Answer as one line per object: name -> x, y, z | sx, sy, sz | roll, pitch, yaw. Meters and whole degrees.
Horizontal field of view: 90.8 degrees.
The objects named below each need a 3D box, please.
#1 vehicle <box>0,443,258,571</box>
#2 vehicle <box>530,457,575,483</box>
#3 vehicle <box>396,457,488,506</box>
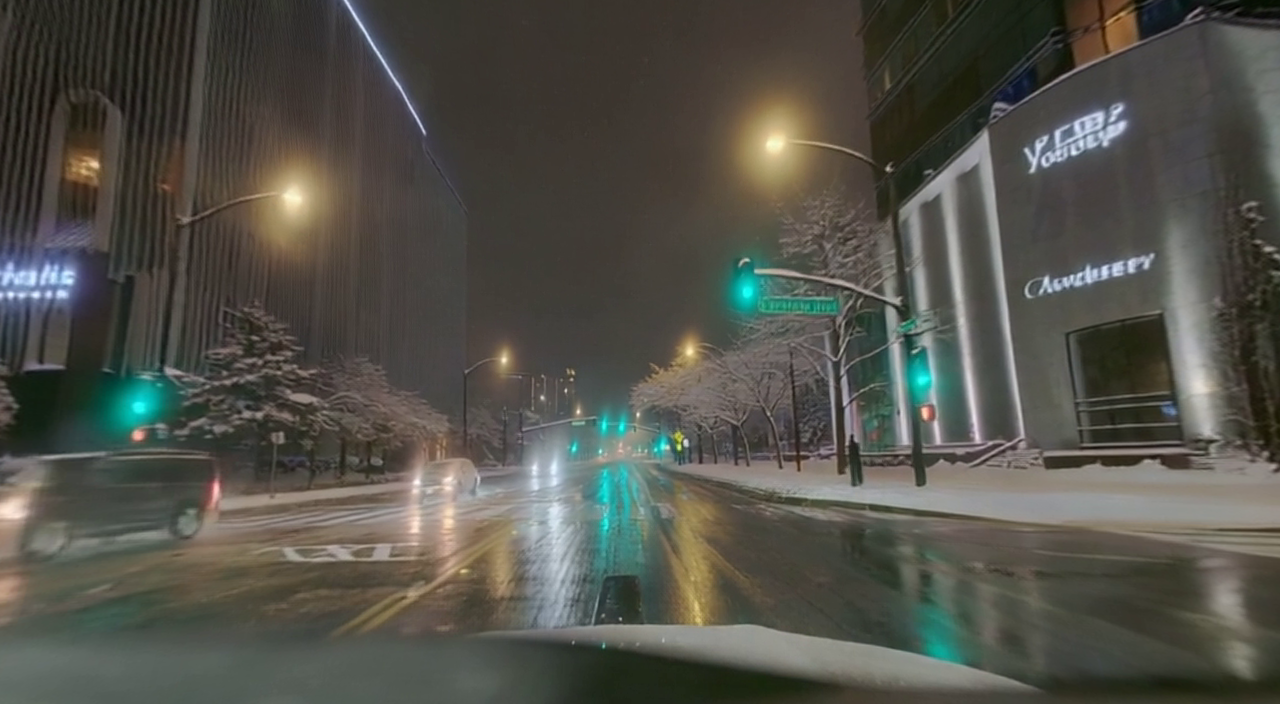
vehicle -> -10.473, 2.756, 12.376 | 2.329, 1.900, 5.588 | 0, -8, 2
vehicle -> -5.931, 8.045, 43.368 | 2.037, 1.563, 4.754 | -1, -9, 4
vehicle -> -6.990, 4.590, 22.781 | 1.897, 1.537, 3.770 | -1, -8, 4
